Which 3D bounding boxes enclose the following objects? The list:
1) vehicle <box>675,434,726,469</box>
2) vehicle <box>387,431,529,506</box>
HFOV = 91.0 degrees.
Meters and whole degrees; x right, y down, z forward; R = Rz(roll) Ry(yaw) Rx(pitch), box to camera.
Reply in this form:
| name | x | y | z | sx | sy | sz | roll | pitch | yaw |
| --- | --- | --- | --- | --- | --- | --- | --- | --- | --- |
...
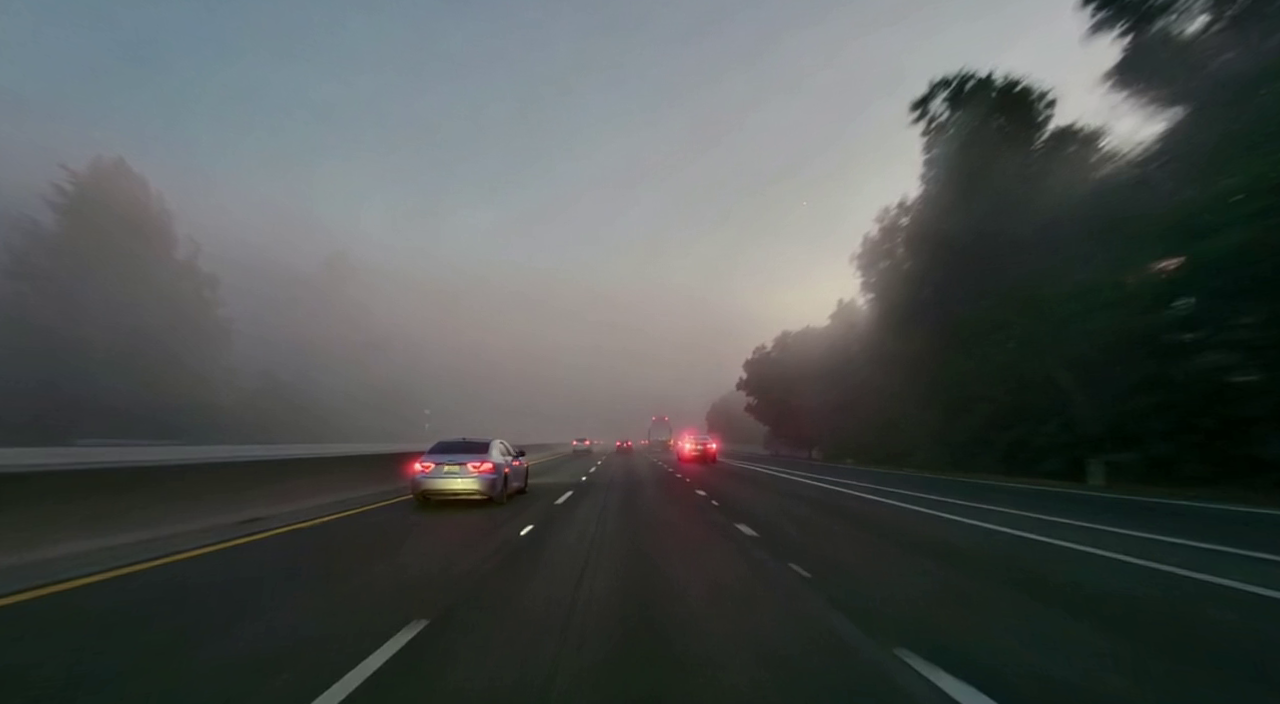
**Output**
| name | x | y | z | sx | sy | sz | roll | pitch | yaw |
| --- | --- | --- | --- | --- | --- | --- | --- | --- | --- |
| vehicle | 2.993 | 5.014 | 31.956 | 2.001 | 1.625 | 4.088 | 0 | -8 | -2 |
| vehicle | -4.027 | 2.645 | 14.805 | 2.064 | 1.479 | 4.370 | 0 | -8 | 0 |
